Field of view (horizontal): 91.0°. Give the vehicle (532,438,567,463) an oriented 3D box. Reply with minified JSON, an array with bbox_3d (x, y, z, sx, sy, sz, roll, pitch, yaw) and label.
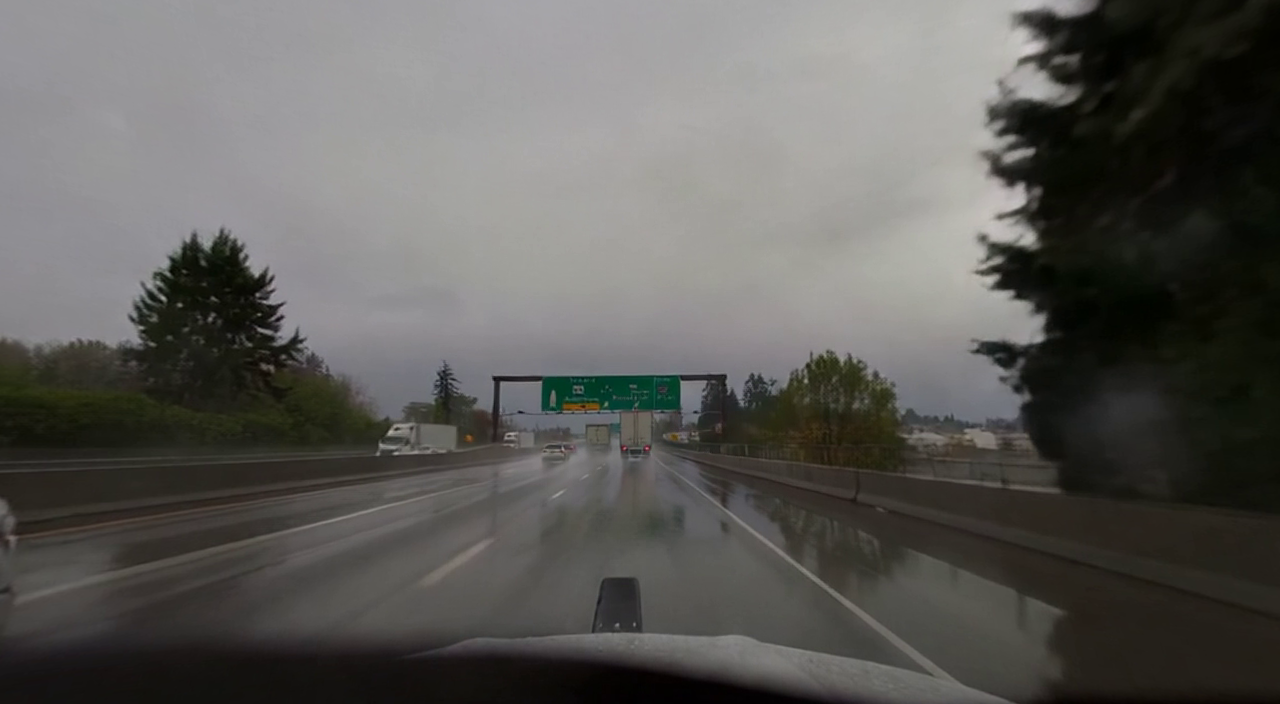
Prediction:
[{"bbox_3d":[-7.125,7.776,49.891,2.127,1.839,4.984,0,-8,-1],"label":"vehicle"}]
